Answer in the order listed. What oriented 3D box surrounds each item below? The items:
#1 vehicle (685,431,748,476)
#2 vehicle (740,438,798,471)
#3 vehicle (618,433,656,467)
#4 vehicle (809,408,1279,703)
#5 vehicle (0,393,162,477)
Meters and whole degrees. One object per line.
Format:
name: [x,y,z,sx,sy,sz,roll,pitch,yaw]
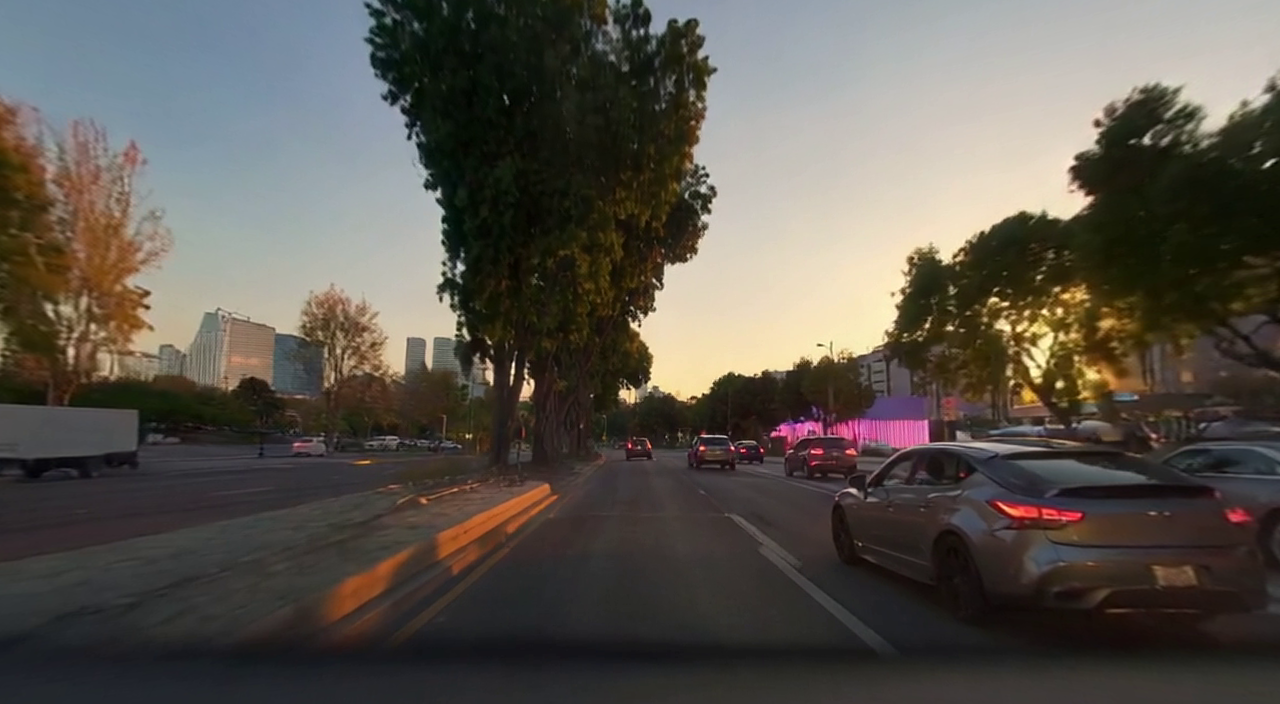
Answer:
vehicle: [3.163,4.289,26.799,2.000,1.745,4.206,1,-8,-2]
vehicle: [6.675,5.341,33.106,1.954,1.606,4.423,1,-8,-2]
vehicle: [-0.228,5.573,35.961,2.051,1.798,4.168,0,-8,-2]
vehicle: [2.897,1.285,4.897,1.883,1.452,4.258,0,-8,-1]
vehicle: [-25.679,3.395,26.258,8.344,3.233,3.218,3,-7,-10]
